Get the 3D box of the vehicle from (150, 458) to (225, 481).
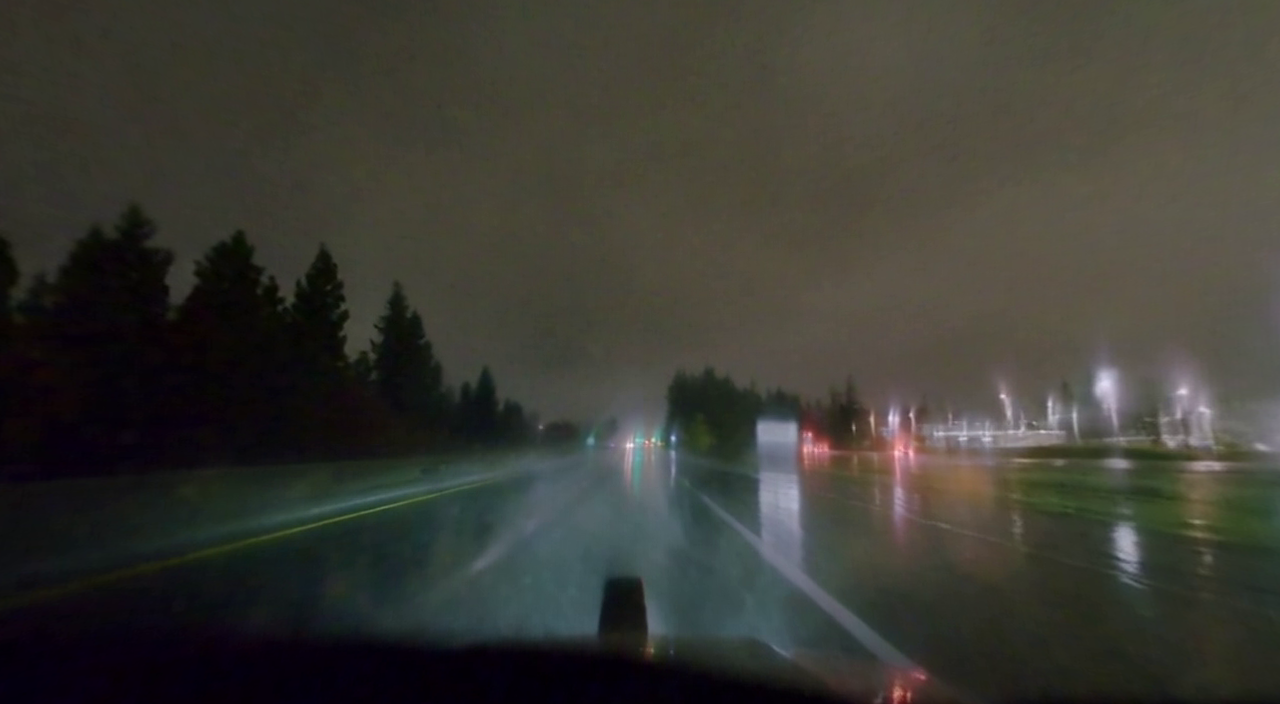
[{"bbox_3d":[-32.236,8.371,45.132,1.843,1.461,4.694,-1,-8,1],"label":"vehicle"}]
